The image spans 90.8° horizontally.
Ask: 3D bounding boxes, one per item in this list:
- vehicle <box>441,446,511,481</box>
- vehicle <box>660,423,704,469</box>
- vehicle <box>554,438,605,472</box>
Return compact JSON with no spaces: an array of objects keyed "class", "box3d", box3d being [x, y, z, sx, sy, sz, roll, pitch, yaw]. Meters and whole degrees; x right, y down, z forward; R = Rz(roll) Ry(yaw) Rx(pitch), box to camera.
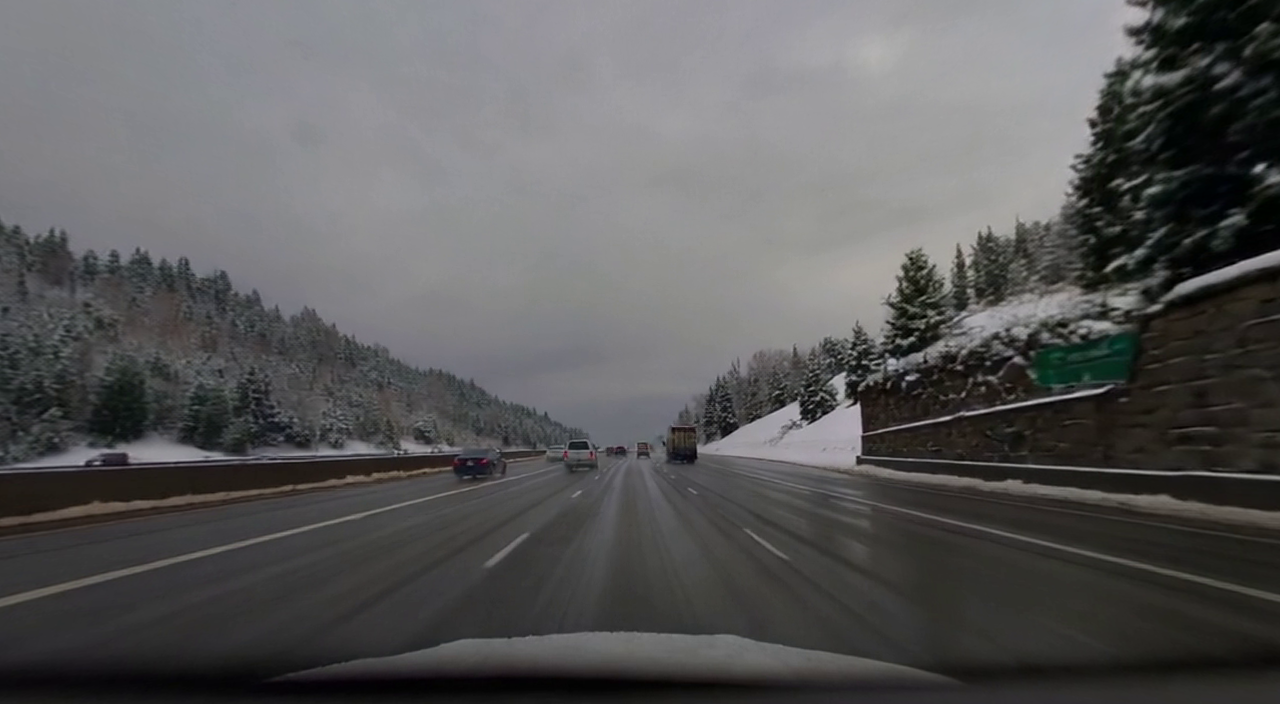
[{"class":"vehicle","box3d":[-7.677,5.227,29.996,2.102,1.522,4.394,0,-9,0]},{"class":"vehicle","box3d":[3.082,7.191,48.333,2.795,3.187,7.205,0,-9,0]},{"class":"vehicle","box3d":[-3.859,6.698,41.232,2.720,2.041,5.432,0,-9,1]}]
